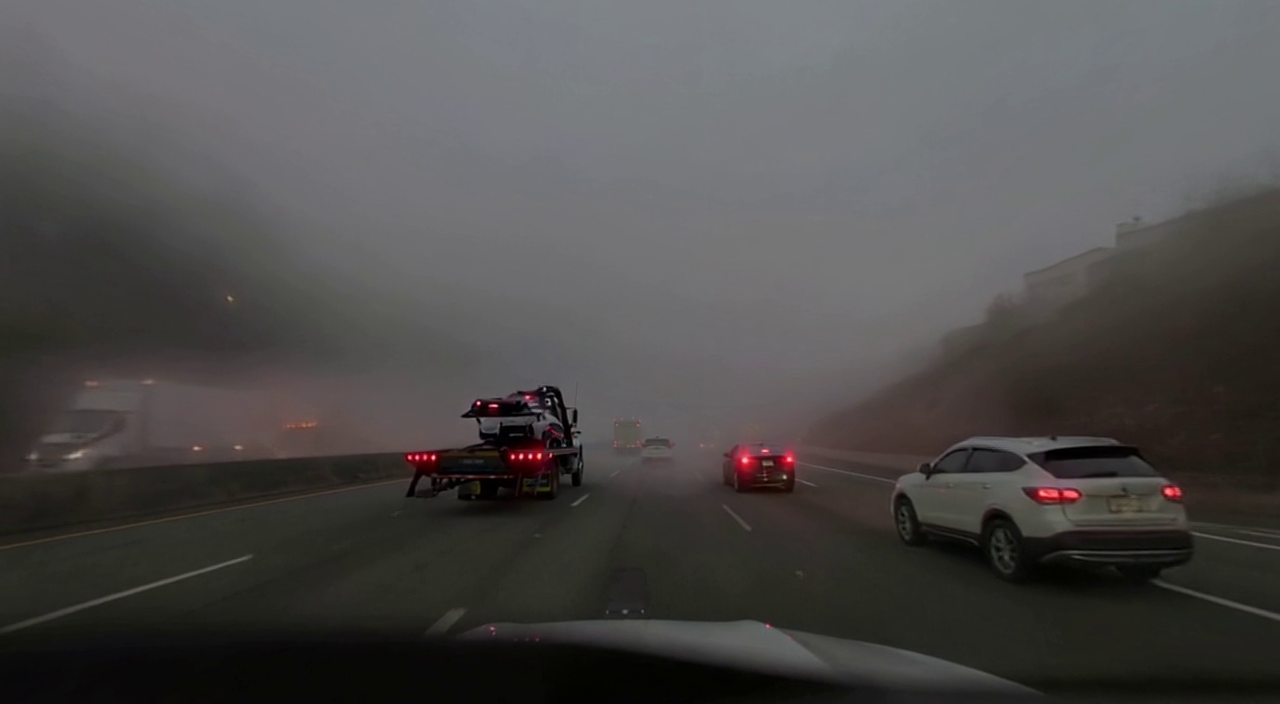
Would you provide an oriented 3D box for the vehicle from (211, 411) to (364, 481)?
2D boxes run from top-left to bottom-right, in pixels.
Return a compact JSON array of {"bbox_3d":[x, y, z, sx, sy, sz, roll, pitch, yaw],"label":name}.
[{"bbox_3d":[-13.211,3.602,24.266,2.548,2.365,5.452,0,-8,2],"label":"vehicle"}]

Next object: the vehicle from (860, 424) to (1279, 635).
[{"bbox_3d":[4.220,1.584,6.721,2.040,1.481,4.260,0,-8,-3],"label":"vehicle"}]

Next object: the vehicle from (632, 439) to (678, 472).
[{"bbox_3d":[0.714,4.935,30.293,2.079,1.499,3.915,0,-8,1],"label":"vehicle"}]

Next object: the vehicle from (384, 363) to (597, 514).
[{"bbox_3d":[-3.272,2.427,17.532,3.162,2.955,10.282,0,-8,2],"label":"vehicle"}]

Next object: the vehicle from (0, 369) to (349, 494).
[{"bbox_3d":[-16.623,3.245,24.790,3.195,3.540,13.835,0,-8,3],"label":"vehicle"}]

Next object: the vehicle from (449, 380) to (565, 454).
[{"bbox_3d":[-3.273,1.814,16.617,1.893,1.674,4.766,0,-8,2],"label":"vehicle"}]

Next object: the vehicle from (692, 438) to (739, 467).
[{"bbox_3d":[4.424,5.952,37.648,2.075,1.614,4.682,0,-8,-1],"label":"vehicle"}]

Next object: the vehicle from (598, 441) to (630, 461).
[{"bbox_3d":[-1.923,7.462,47.531,2.016,1.450,4.310,0,-8,2],"label":"vehicle"}]

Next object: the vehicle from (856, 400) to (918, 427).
[{"bbox_3d":[15.254,3.870,39.157,1.930,1.454,4.126,0,-9,-4],"label":"vehicle"}]
